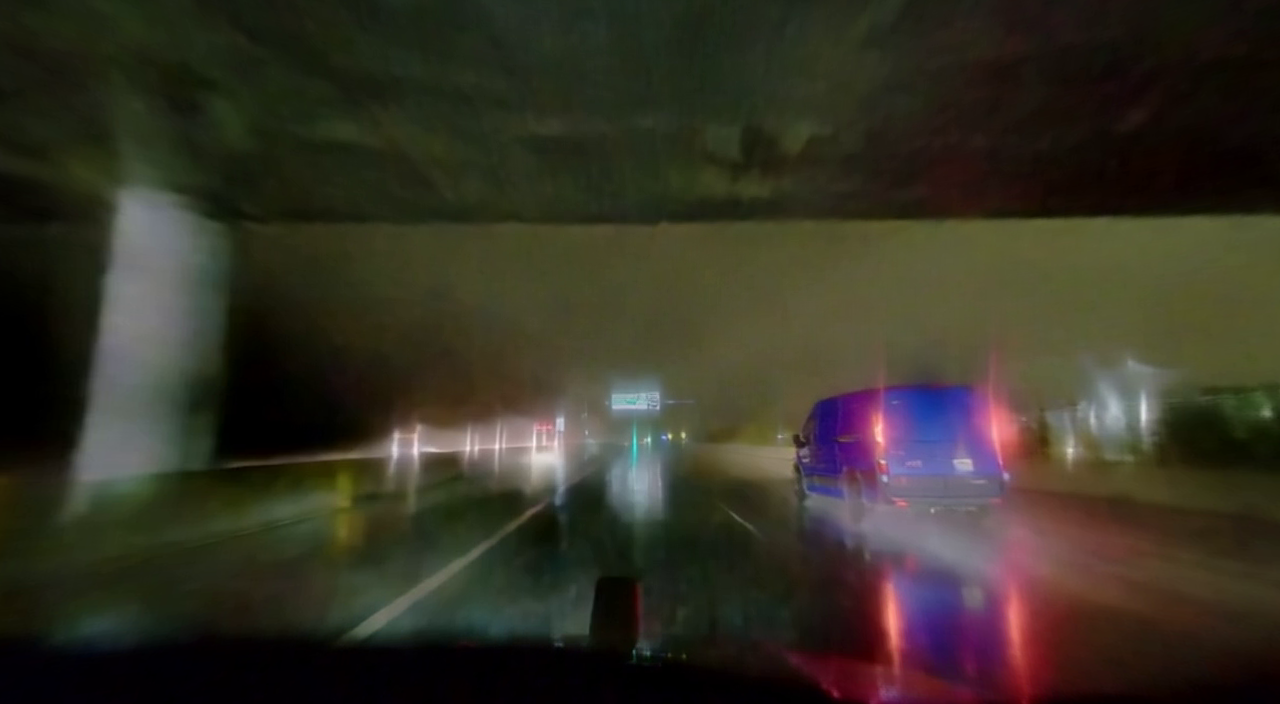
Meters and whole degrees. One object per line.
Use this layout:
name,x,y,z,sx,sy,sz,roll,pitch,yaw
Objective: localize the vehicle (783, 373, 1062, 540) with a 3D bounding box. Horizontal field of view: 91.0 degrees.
vehicle,3.960,1.581,10.009,2.161,2.002,4.631,0,-8,-1
